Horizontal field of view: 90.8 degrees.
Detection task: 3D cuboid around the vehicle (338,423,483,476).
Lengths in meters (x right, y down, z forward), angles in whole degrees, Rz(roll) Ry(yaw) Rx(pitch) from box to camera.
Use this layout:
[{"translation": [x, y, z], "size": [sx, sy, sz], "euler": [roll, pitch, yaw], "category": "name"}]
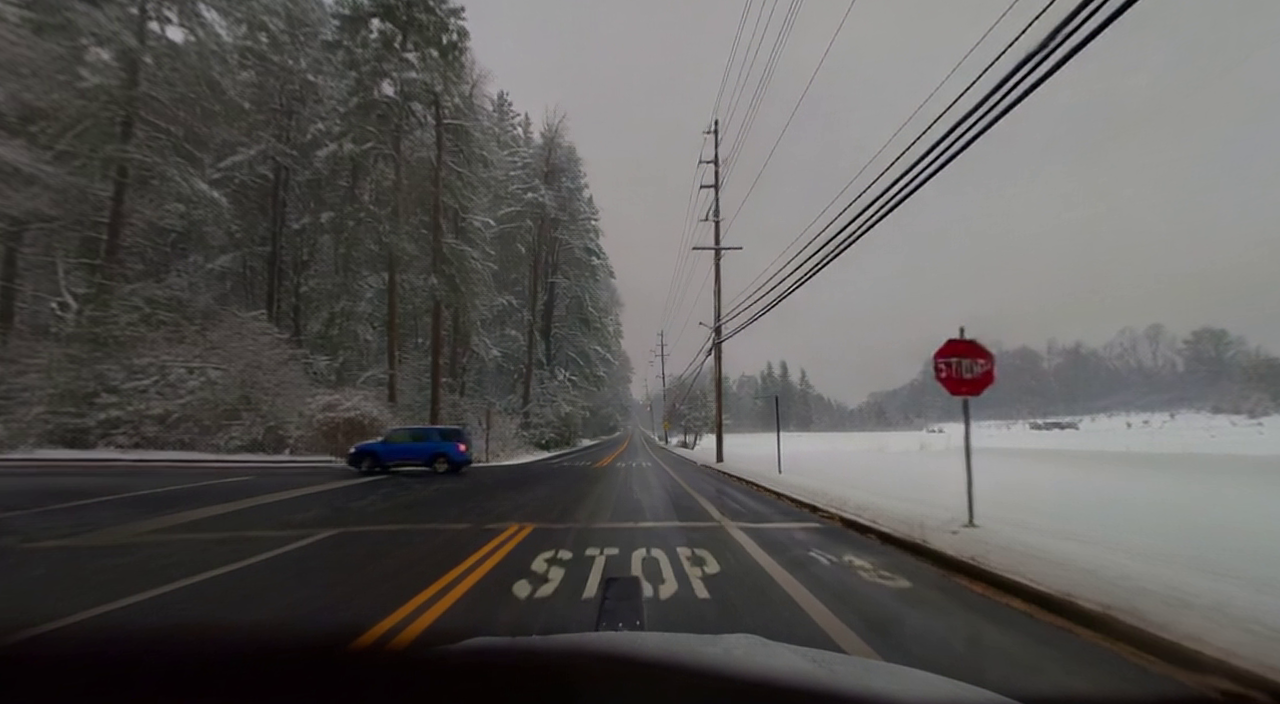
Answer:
[{"translation": [-9.347, 4.016, 26.067], "size": [5.020, 1.973, 2.348], "euler": [8, -12, -42], "category": "vehicle"}]
